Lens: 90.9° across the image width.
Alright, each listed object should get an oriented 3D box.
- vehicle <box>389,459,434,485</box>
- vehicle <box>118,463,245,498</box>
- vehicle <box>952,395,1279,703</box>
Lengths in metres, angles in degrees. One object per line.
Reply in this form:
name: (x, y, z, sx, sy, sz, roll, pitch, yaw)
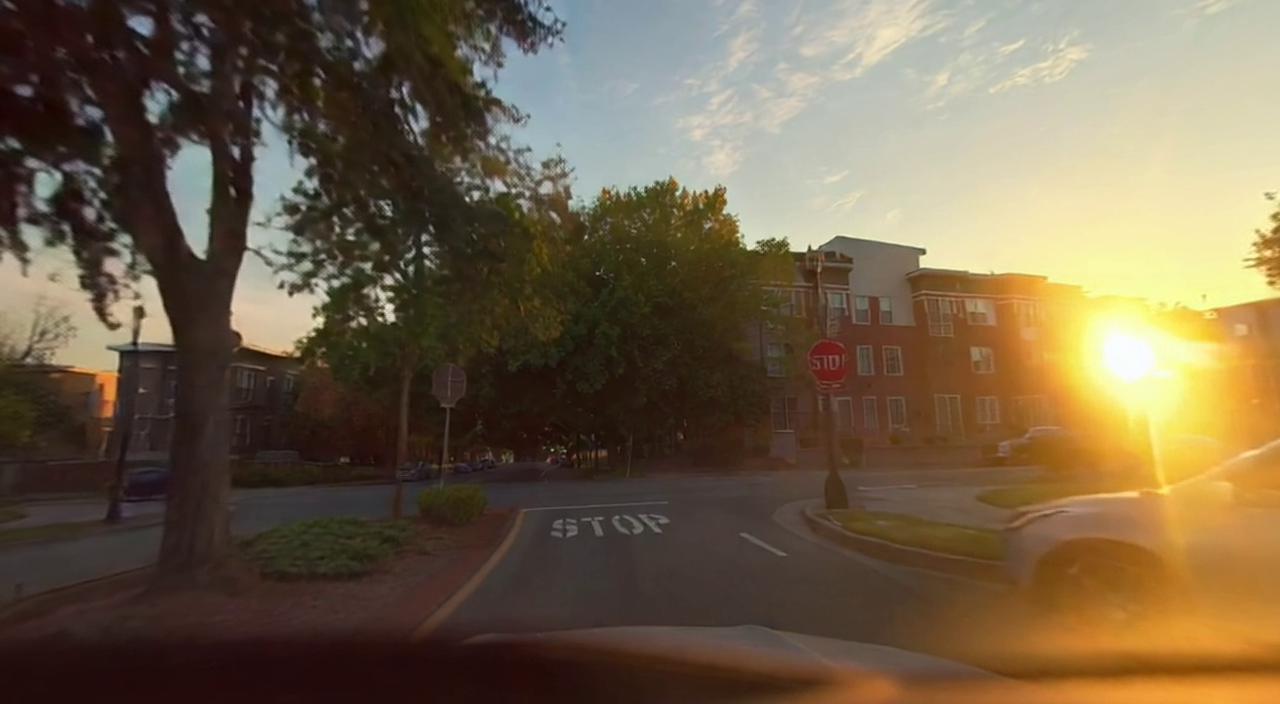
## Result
vehicle: (-14.563, 7.636, 40.410, 2.027, 1.475, 4.522, 1, -9, -12)
vehicle: (-21.839, 6.106, 30.122, 4.654, 1.503, 1.951, -1, -9, 4)
vehicle: (4.107, 0.845, 2.543, 2.065, 1.529, 4.709, 1, -11, -25)
